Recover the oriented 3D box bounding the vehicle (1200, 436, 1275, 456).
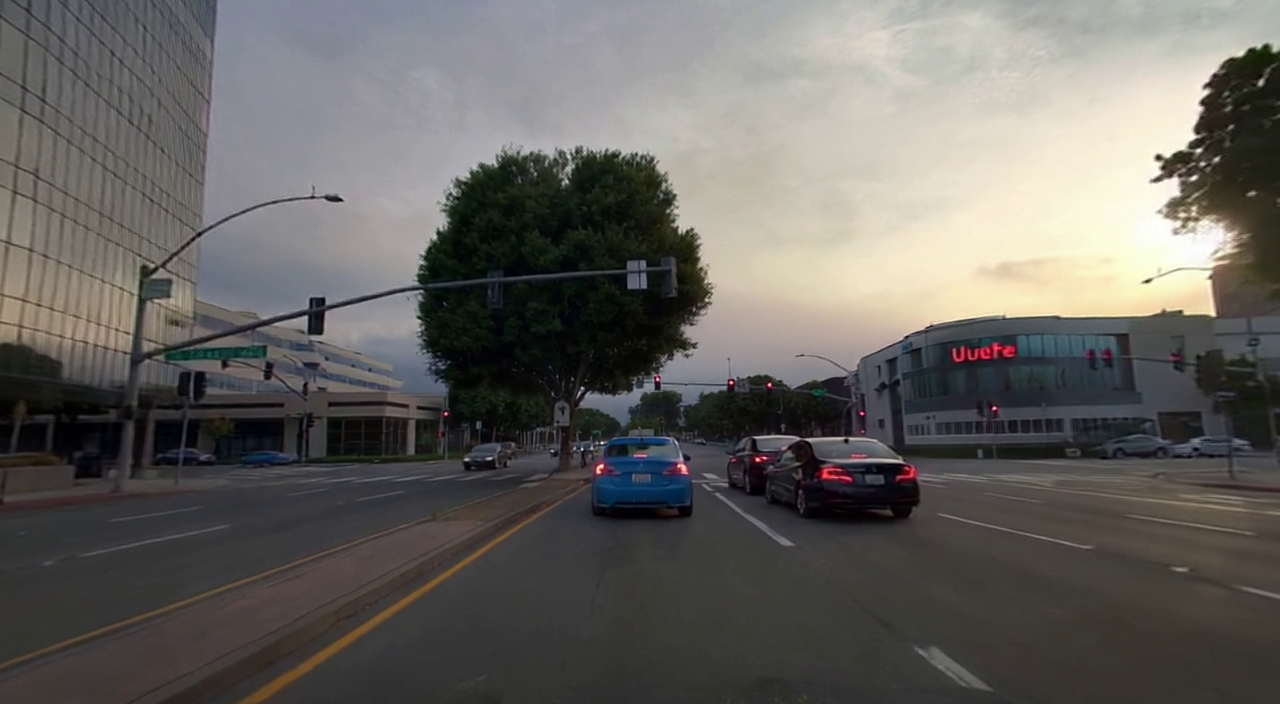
[{"bbox_3d":[42.010,6.612,44.432,3.442,1.409,1.770,0,-9,-1],"label":"vehicle"}]

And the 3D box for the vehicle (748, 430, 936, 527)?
[{"bbox_3d":[3.532,2.304,12.112,2.018,1.491,4.544,0,-9,-1],"label":"vehicle"}]

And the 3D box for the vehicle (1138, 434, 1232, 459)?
[{"bbox_3d":[35.003,6.062,40.666,4.190,1.535,1.998,0,-9,-1],"label":"vehicle"}]

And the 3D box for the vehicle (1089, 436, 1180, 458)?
[{"bbox_3d":[34.419,6.603,44.054,4.616,1.476,2.165,0,-9,-3],"label":"vehicle"}]

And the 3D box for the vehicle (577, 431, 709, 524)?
[{"bbox_3d":[0.012,2.297,12.091,2.087,1.468,4.014,0,-9,-1],"label":"vehicle"}]

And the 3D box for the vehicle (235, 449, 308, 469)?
[{"bbox_3d":[-27.760,8.060,47.738,4.423,1.470,1.877,3,-9,-21],"label":"vehicle"}]

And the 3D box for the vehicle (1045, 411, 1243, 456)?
[{"bbox_3d":[38.196,6.240,48.134,12.695,3.252,3.036,0,-9,-3],"label":"vehicle"}]

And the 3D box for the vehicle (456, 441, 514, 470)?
[{"bbox_3d":[-8.581,5.765,35.298,2.004,1.476,4.671,0,-9,1],"label":"vehicle"}]

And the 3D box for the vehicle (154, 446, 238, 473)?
[{"bbox_3d":[-26.862,6.500,38.297,3.657,1.528,1.783,1,-9,-4],"label":"vehicle"}]
